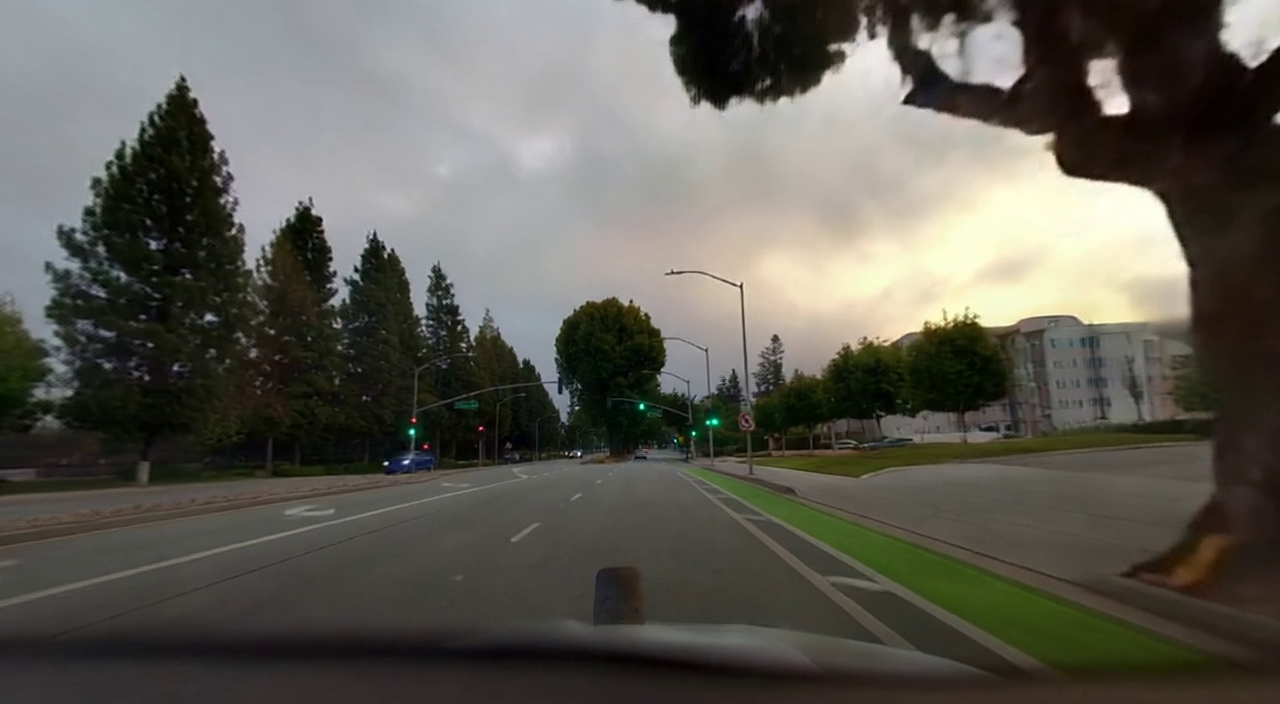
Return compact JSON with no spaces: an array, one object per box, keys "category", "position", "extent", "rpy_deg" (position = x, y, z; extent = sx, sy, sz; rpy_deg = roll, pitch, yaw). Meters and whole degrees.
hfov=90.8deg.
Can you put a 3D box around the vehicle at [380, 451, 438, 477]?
[{"category":"vehicle","position":[-15.090,7.317,41.468],"extent":[1.910,1.544,4.387],"rpy_deg":[-1,-8,4]}]
